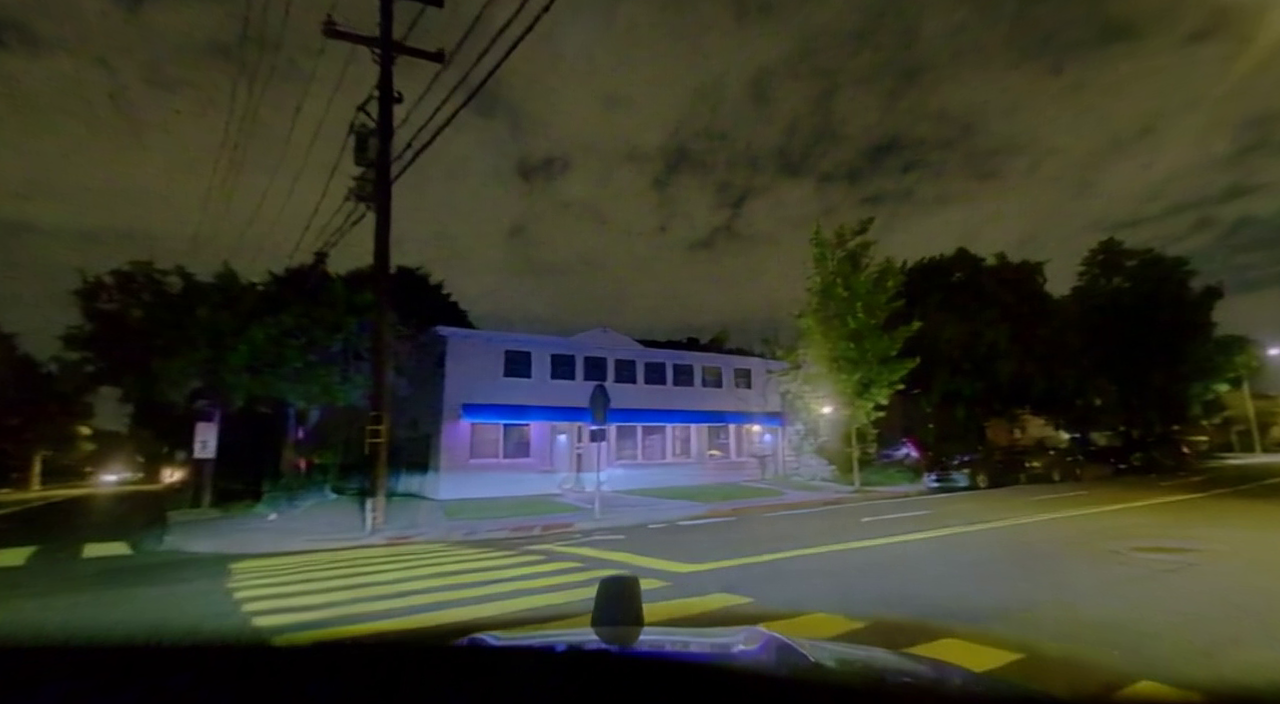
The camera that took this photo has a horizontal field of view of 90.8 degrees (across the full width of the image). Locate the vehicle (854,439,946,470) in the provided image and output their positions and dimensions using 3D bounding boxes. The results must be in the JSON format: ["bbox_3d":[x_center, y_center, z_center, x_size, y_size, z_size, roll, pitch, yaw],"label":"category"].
[{"bbox_3d":[15.239,6.020,37.272,2.033,1.725,4.492,7,-11,-39],"label":"vehicle"}]

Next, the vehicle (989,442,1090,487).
[{"bbox_3d":[16.935,4.697,26.731,4.318,1.723,1.913,6,-10,-34],"label":"vehicle"}]

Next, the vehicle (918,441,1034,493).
[{"bbox_3d":[12.661,4.245,23.733,4.509,1.775,1.975,6,-11,-36],"label":"vehicle"}]

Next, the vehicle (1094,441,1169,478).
[{"bbox_3d":[26.206,5.674,33.621,4.274,1.785,1.970,6,-11,-37],"label":"vehicle"}]
